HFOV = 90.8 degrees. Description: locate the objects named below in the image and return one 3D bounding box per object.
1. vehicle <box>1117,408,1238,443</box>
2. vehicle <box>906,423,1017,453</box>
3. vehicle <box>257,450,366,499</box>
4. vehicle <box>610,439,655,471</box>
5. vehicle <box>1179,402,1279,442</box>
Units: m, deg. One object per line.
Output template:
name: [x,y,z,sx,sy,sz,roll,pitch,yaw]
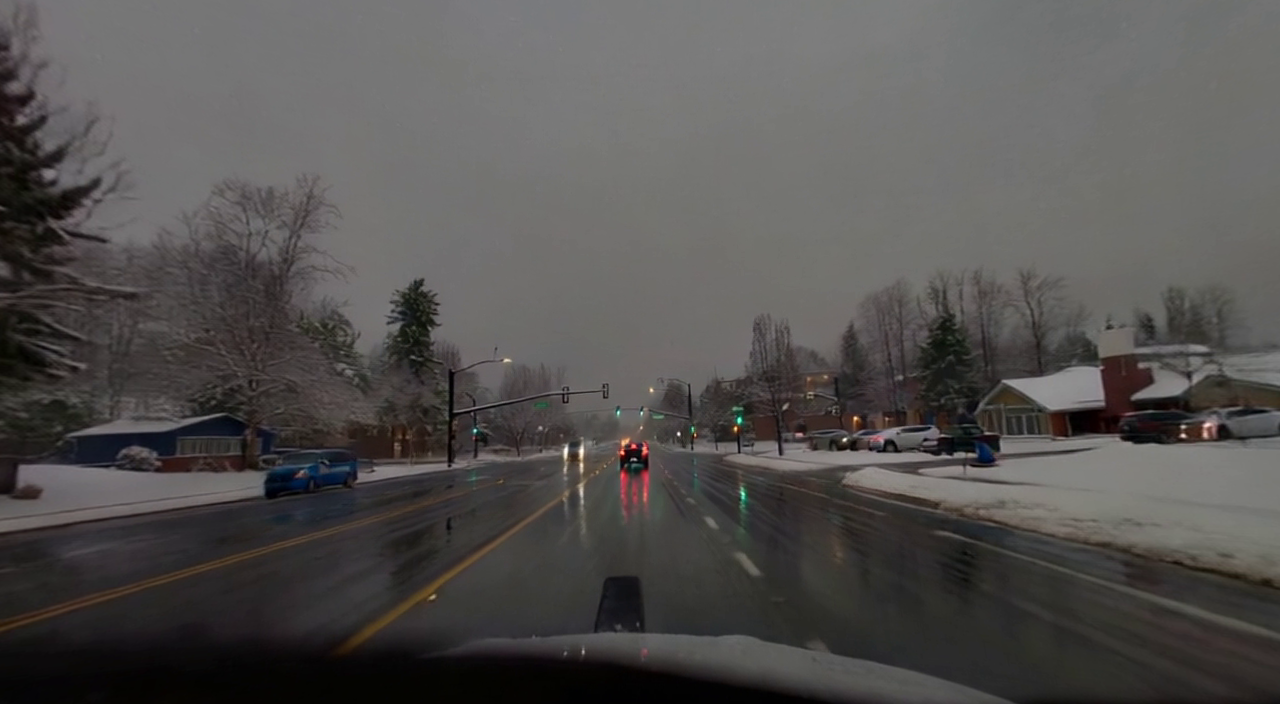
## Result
vehicle: [28.277,3.912,33.337,4.532,1.545,1.940,-2,-9,-2]
vehicle: [16.740,4.520,33.054,4.658,1.495,1.978,0,-9,-1]
vehicle: [-13.008,4.835,25.411,1.957,1.754,4.393,-1,-9,1]
vehicle: [-0.350,5.127,31.602,2.104,1.462,3.991,0,-9,0]
vehicle: [27.532,3.177,28.349,4.736,1.646,2.037,-1,-9,0]
